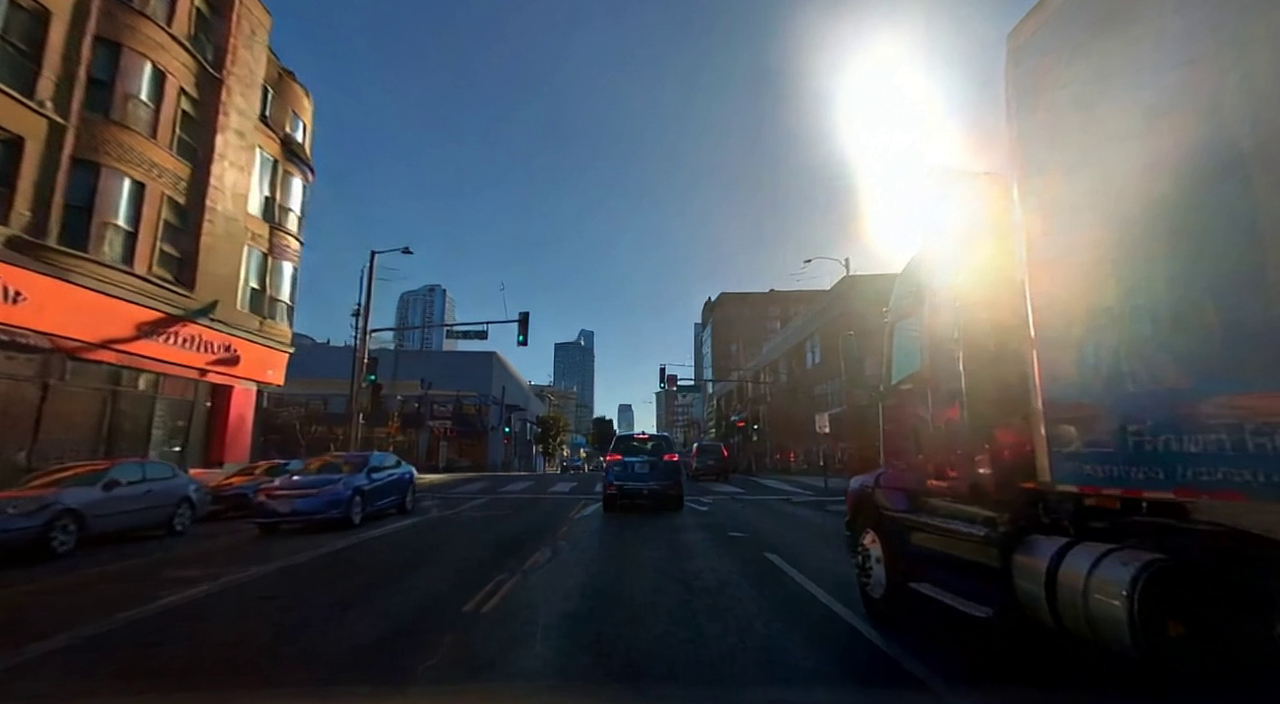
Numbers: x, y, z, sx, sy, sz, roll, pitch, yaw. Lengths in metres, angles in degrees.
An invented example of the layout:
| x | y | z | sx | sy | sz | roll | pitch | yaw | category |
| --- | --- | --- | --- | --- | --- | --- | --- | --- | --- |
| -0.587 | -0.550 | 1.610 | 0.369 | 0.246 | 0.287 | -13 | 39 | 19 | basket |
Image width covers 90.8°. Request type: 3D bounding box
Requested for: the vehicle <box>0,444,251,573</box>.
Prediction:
| x | y | z | sx | sy | sz | roll | pitch | yaw | category |
| --- | --- | --- | --- | --- | --- | --- | --- | --- | --- |
| -8.960 | 2.405 | 10.607 | 2.084 | 1.686 | 4.422 | 0 | -8 | -2 | vehicle |

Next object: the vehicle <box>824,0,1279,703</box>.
| x | y | z | sx | sy | sz | roll | pitch | yaw | category |
| --- | --- | --- | --- | --- | --- | --- | --- | --- | --- |
| 3.313 | -0.293 | 1.070 | 2.913 | 3.771 | 9.716 | 0 | -8 | -1 | vehicle |

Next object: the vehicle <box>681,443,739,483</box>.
| x | y | z | sx | sy | sz | roll | pitch | yaw | category |
| --- | --- | --- | --- | --- | --- | --- | --- | --- | --- |
| 3.215 | 5.190 | 29.833 | 2.159 | 1.696 | 4.316 | 0 | -8 | -1 | vehicle |

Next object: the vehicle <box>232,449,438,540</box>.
| x | y | z | sx | sy | sz | roll | pitch | yaw | category |
| --- | --- | --- | --- | --- | --- | --- | --- | --- | --- |
| -5.827 | 2.724 | 12.877 | 1.947 | 1.462 | 4.640 | 0 | -8 | -1 | vehicle |

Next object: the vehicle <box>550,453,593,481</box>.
| x | y | z | sx | sy | sz | roll | pitch | yaw | category |
| --- | --- | --- | --- | --- | --- | --- | --- | --- | --- |
| -3.995 | 6.778 | 37.573 | 2.152 | 1.459 | 4.484 | 0 | -8 | 0 | vehicle |

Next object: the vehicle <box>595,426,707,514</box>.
| x | y | z | sx | sy | sz | roll | pitch | yaw | category |
| --- | --- | --- | --- | --- | --- | --- | --- | --- | --- |
| 0.265 | 2.773 | 15.315 | 2.283 | 1.783 | 4.548 | 0 | -8 | 1 | vehicle |
